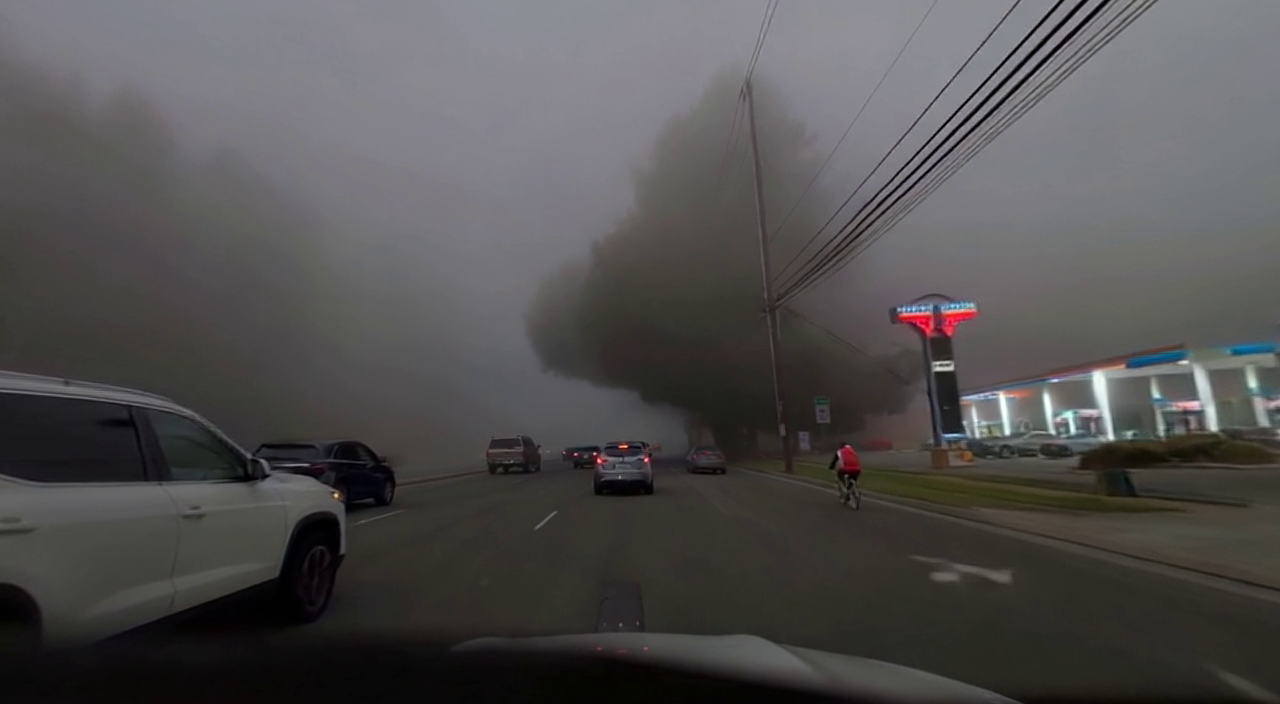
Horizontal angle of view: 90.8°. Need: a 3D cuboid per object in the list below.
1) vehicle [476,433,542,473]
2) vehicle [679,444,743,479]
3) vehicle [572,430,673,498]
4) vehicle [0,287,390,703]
[{"bbox_3d":[-6.838,5.320,33.529,2.385,1.918,5.056,0,-8,0],"label":"vehicle"},{"bbox_3d":[2.869,4.526,26.448,2.065,1.302,4.416,0,-8,-1],"label":"vehicle"},{"bbox_3d":[-0.393,2.738,15.788,2.189,1.437,4.135,0,-8,0],"label":"vehicle"},{"bbox_3d":[-3.036,0.732,2.815,1.922,1.642,4.547,0,-8,1],"label":"vehicle"}]
